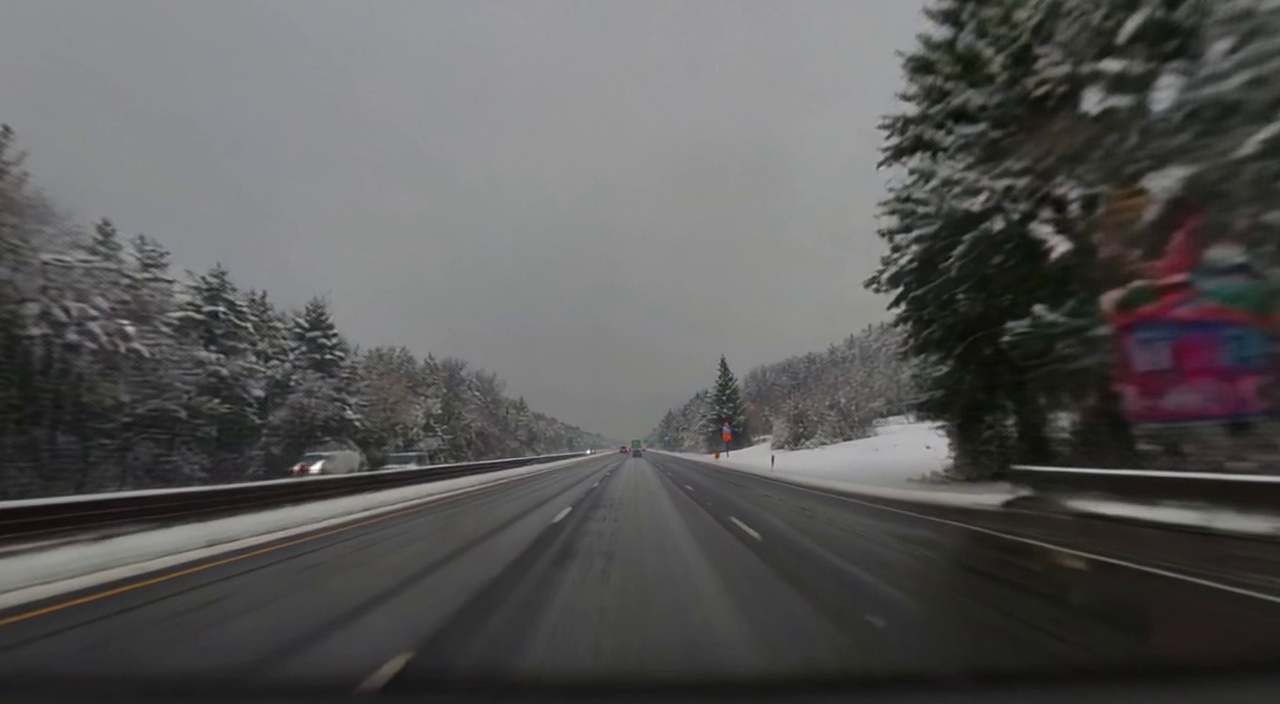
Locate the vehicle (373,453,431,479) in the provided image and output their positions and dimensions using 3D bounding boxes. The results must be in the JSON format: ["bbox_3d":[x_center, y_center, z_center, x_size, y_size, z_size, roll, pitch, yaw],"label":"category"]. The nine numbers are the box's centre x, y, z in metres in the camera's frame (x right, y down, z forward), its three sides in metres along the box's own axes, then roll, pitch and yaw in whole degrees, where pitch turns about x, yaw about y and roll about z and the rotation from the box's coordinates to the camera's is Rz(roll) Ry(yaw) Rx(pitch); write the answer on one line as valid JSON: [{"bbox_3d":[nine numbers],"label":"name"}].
[{"bbox_3d":[-14.462,6.953,38.451,1.863,1.436,4.463,0,-9,-1],"label":"vehicle"}]
